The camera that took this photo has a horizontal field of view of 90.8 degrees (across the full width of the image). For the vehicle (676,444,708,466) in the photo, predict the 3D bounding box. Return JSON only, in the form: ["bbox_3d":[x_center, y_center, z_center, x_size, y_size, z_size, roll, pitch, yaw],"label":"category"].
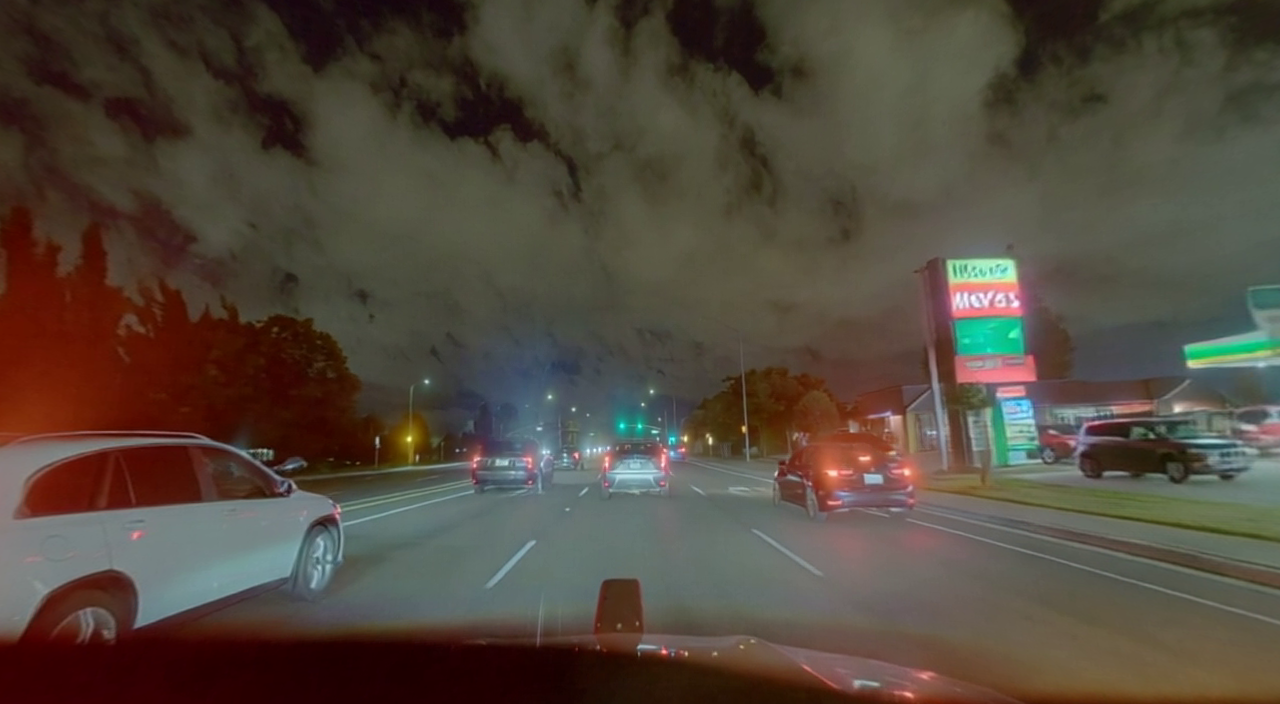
[{"bbox_3d":[3.778,7.591,46.761,1.926,1.522,3.852,0,-8,-1],"label":"vehicle"}]

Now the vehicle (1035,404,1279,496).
[{"bbox_3d":[11.634,2.247,14.635,1.918,1.765,4.668,0,-8,0],"label":"vehicle"}]

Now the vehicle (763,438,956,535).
[{"bbox_3d":[3.803,2.391,11.966,1.888,1.456,4.589,0,-8,-2],"label":"vehicle"}]

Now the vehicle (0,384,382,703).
[{"bbox_3d":[-3.581,1.195,4.401,1.864,1.574,4.031,0,-8,0],"label":"vehicle"}]

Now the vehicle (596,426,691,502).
[{"bbox_3d":[0.063,3.032,17.462,2.279,1.803,4.254,0,-8,-1],"label":"vehicle"}]

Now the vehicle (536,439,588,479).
[{"bbox_3d":[-3.471,4.865,28.882,1.871,1.673,3.920,0,-8,0],"label":"vehicle"}]

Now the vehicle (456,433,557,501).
[{"bbox_3d":[-3.649,3.209,18.086,1.932,1.695,4.150,0,-8,1],"label":"vehicle"}]
